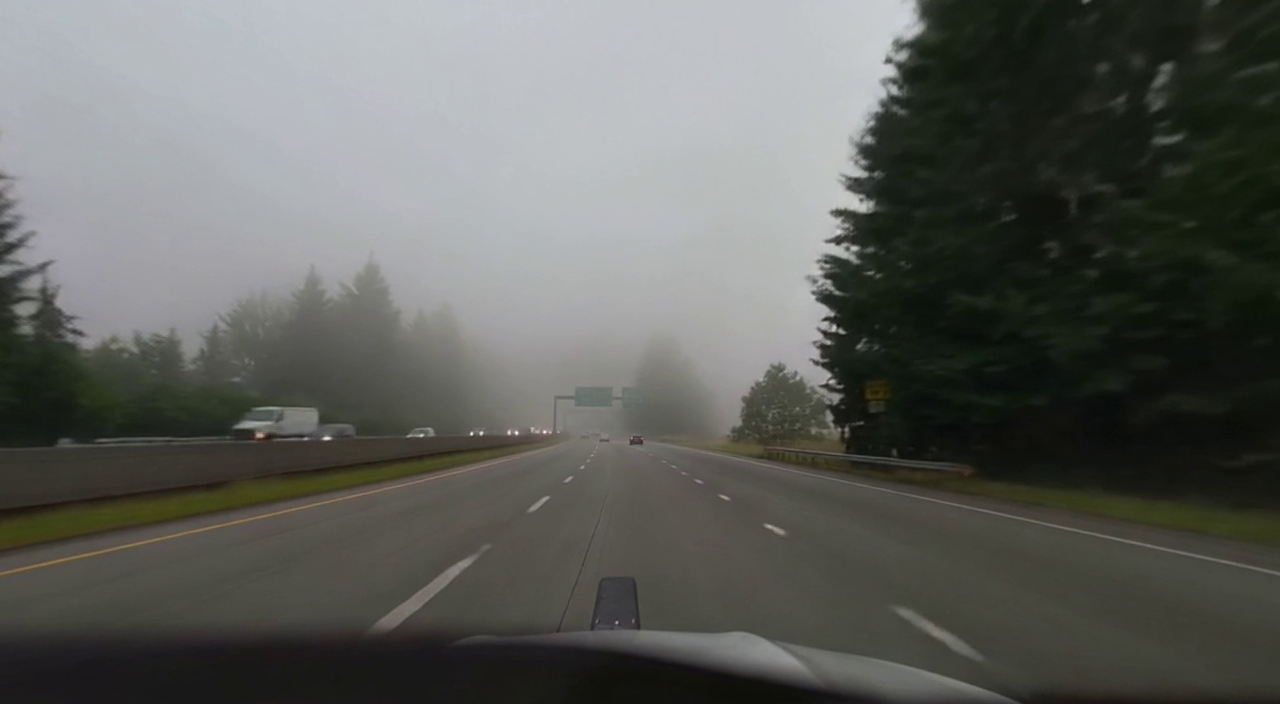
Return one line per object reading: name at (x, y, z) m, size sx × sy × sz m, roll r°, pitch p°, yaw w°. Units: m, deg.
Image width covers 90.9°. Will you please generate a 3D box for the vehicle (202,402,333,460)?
vehicle at (-17.612, 3.833, 30.406) m, size 2.250 × 2.480 × 6.853 m, roll 0°, pitch -8°, yaw -2°
